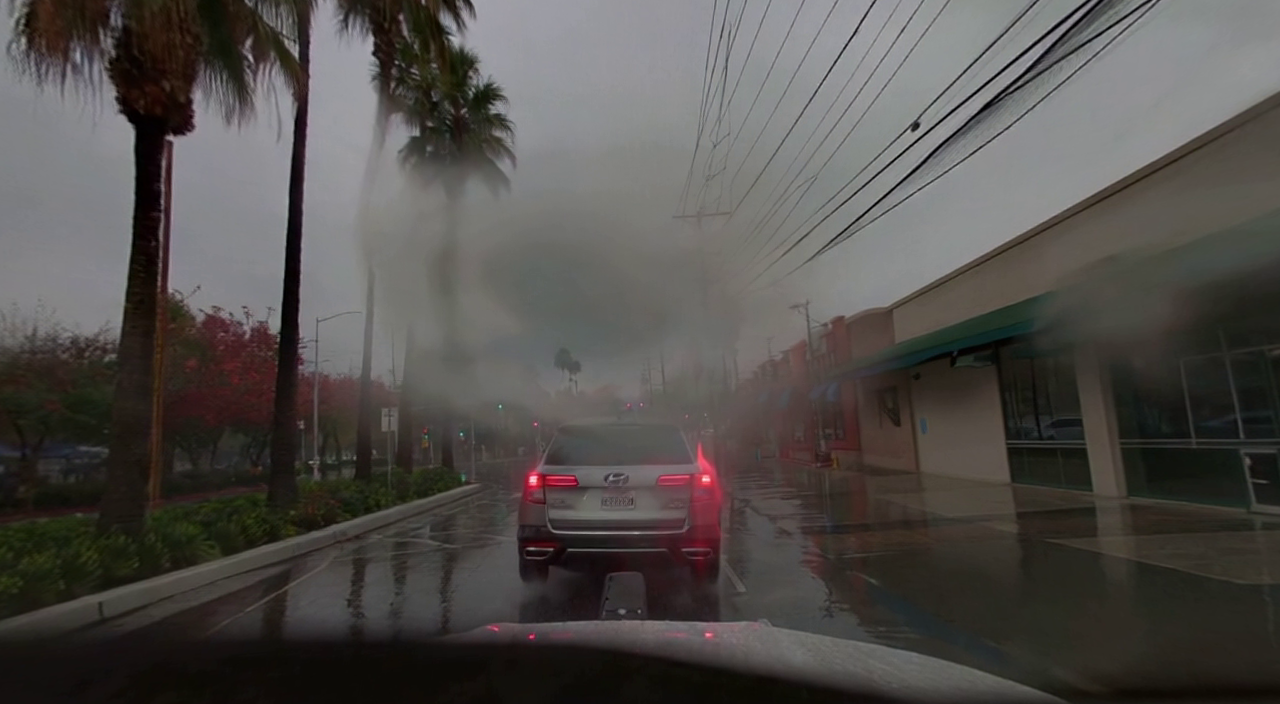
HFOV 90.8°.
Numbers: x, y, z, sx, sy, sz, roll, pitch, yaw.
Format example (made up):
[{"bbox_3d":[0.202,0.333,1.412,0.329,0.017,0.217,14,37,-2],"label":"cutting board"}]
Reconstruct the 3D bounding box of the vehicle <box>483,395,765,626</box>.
[{"bbox_3d":[-0.204,1.455,6.680,2.105,1.702,3.750,0,-8,-3],"label":"vehicle"}]
